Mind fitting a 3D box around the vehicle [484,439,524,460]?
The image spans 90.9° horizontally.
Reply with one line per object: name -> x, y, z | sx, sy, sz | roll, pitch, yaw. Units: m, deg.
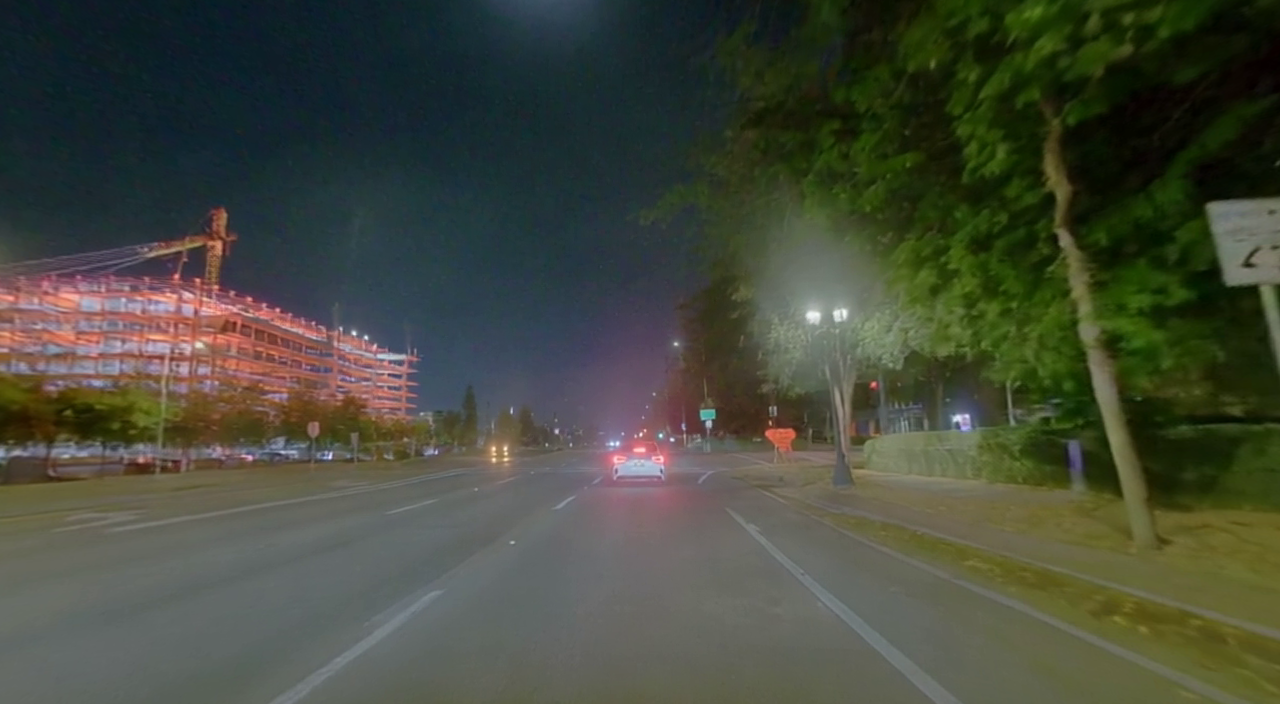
vehicle -> -10.136, 7.209, 46.780 | 2.072, 1.465, 4.394 | 3, -9, -22

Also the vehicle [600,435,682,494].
vehicle -> 0.024, 3.220, 18.377 | 2.112, 1.482, 4.076 | 0, -9, 0

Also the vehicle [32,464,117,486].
vehicle -> -39.677, 8.627, 44.301 | 4.111, 1.412, 1.777 | 0, -9, -3
